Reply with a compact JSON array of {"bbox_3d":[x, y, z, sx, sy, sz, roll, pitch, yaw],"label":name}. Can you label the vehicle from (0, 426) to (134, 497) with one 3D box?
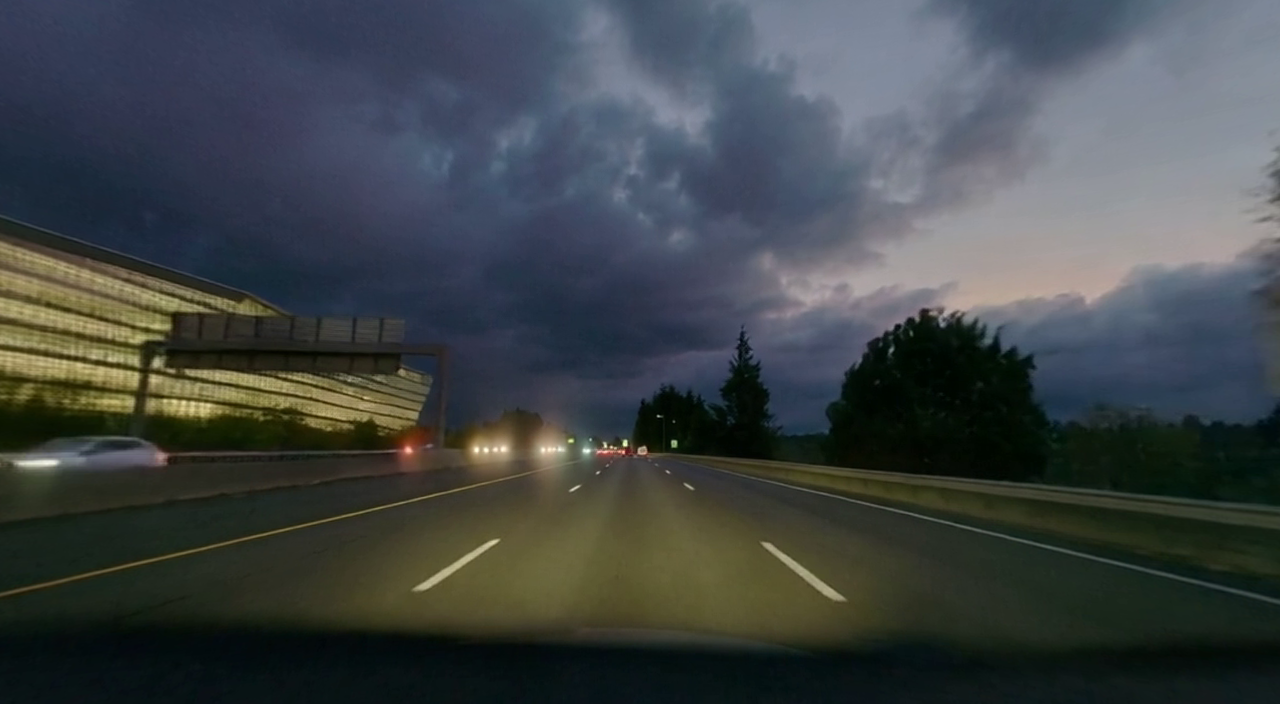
[{"bbox_3d":[-14.458,2.529,14.668,1.878,1.478,4.122,0,-9,0],"label":"vehicle"}]
